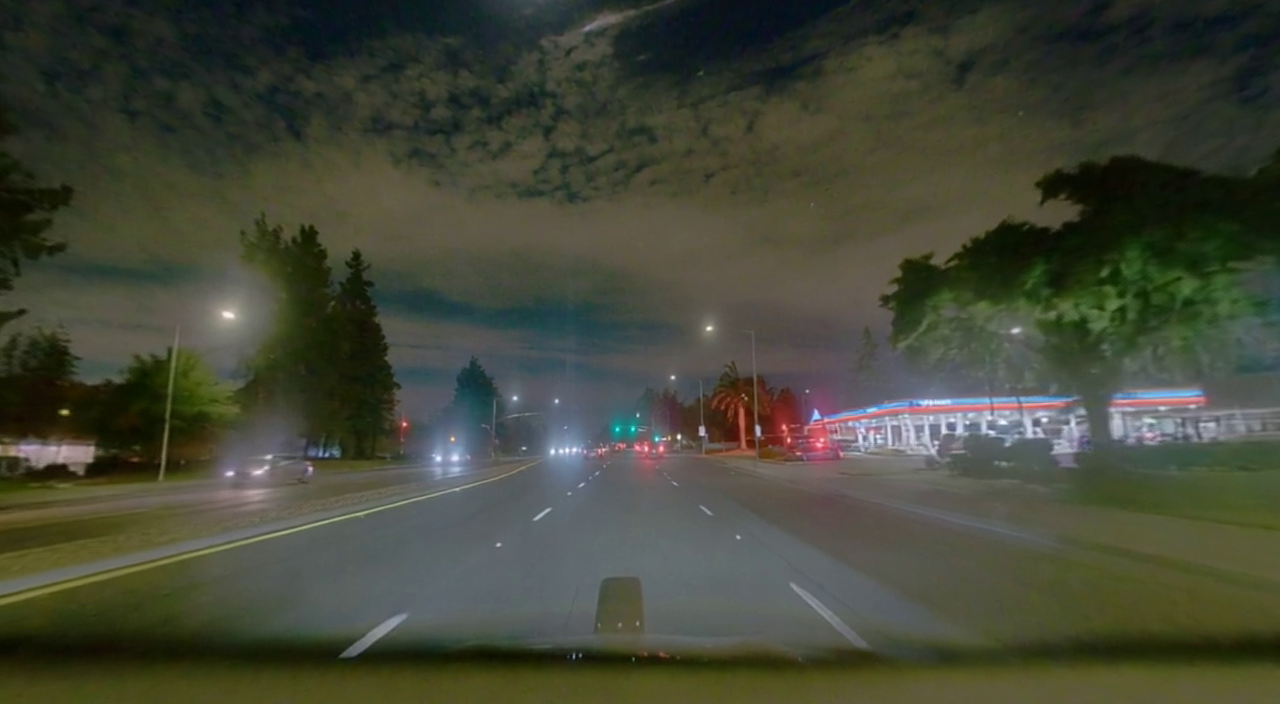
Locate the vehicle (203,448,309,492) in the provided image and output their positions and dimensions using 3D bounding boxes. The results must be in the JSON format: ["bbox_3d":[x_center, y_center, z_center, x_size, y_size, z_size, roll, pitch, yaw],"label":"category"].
[{"bbox_3d":[-18.276,5.605,30.436,2.129,1.797,4.866,-4,-8,0],"label":"vehicle"}]

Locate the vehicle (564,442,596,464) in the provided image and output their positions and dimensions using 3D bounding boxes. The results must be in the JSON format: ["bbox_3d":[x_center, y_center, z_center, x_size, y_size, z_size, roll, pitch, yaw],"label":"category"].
[{"bbox_3d":[-4.597,7.775,48.762,2.040,1.661,4.573,0,-8,0],"label":"vehicle"}]
